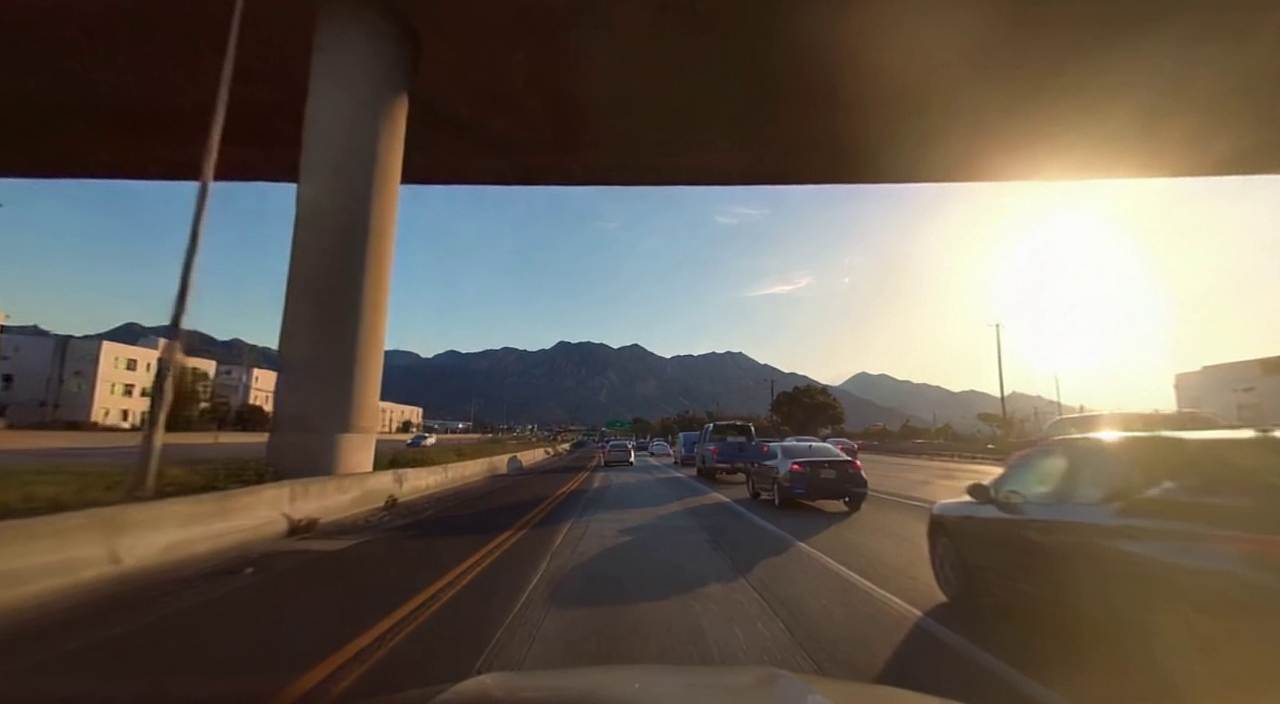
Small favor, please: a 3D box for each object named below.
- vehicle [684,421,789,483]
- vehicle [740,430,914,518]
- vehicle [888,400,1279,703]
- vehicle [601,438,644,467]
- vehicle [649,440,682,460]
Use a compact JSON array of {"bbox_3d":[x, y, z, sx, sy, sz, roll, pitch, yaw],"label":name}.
[{"bbox_3d":[3.512,3.895,24.931,2.747,2.061,7.011,0,-8,-3],"label":"vehicle"},{"bbox_3d":[3.633,2.476,13.443,2.048,1.497,4.952,0,-8,-2],"label":"vehicle"},{"bbox_3d":[3.483,1.115,3.798,2.074,1.455,4.646,0,-8,0],"label":"vehicle"},{"bbox_3d":[-0.991,5.598,35.392,2.266,1.549,3.978,0,-8,-2],"label":"vehicle"},{"bbox_3d":[1.942,7.619,49.322,2.057,1.517,4.538,0,-8,-4],"label":"vehicle"}]
